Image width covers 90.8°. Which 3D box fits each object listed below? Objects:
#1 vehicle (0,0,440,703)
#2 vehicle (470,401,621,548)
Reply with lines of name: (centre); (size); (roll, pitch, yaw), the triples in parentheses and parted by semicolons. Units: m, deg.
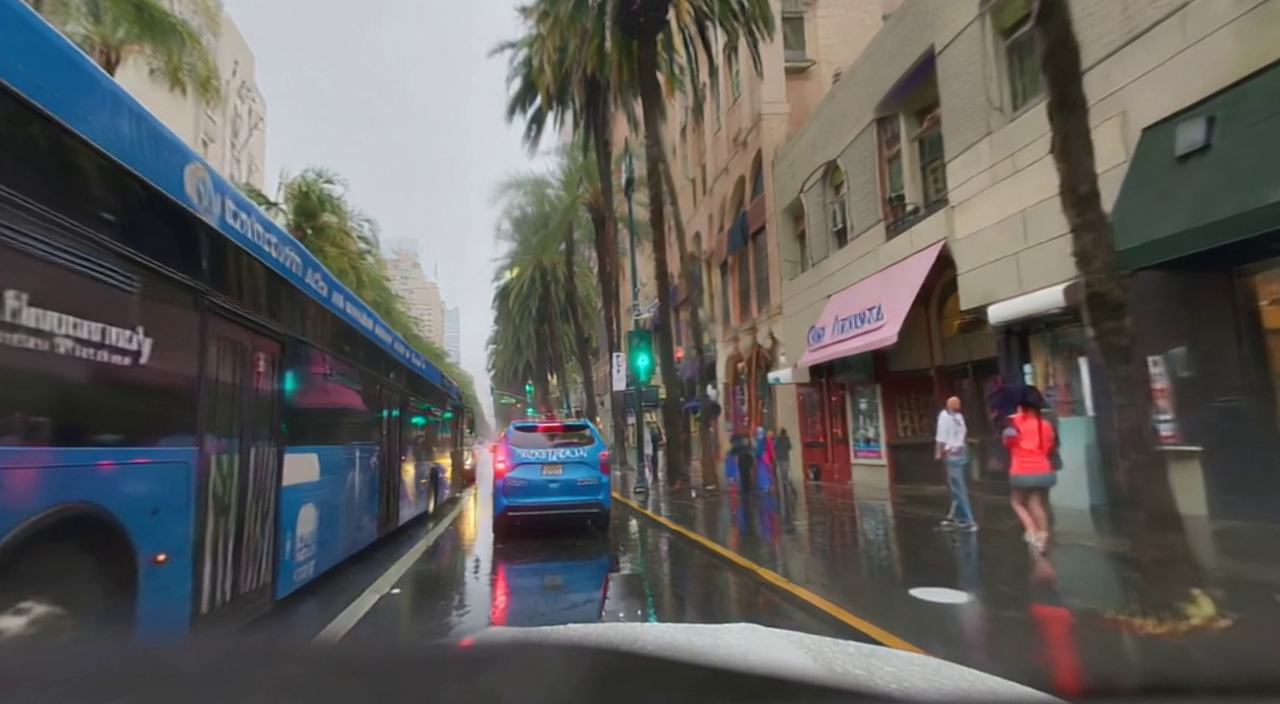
vehicle: (-4.376, 0.596, 6.049); (2.863, 3.233, 11.573); (1, -9, -9)
vehicle: (-1.750, 1.939, 10.622); (2.002, 1.907, 4.211); (2, -9, -14)
